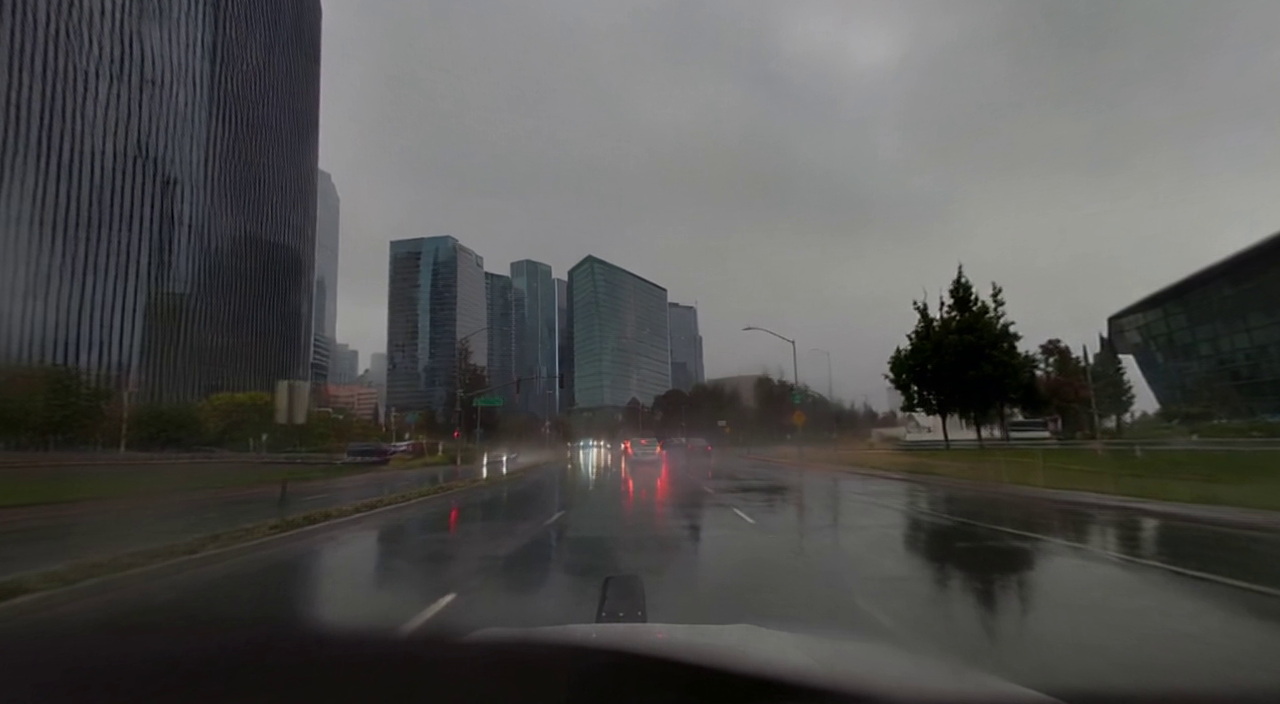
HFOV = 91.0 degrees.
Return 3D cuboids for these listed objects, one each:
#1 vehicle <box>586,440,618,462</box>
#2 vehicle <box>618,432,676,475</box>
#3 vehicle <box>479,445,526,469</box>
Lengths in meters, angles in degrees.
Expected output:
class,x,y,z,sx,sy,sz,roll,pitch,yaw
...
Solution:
class,x,y,z,sx,sy,sz,roll,pitch,yaw
vehicle,-2.908,7.677,48.881,2.103,1.569,3.861,0,-9,2
vehicle,0.294,4.905,30.491,2.601,1.878,4.535,0,-9,0
vehicle,-9.665,7.394,44.575,1.967,1.552,4.536,-1,-9,4
